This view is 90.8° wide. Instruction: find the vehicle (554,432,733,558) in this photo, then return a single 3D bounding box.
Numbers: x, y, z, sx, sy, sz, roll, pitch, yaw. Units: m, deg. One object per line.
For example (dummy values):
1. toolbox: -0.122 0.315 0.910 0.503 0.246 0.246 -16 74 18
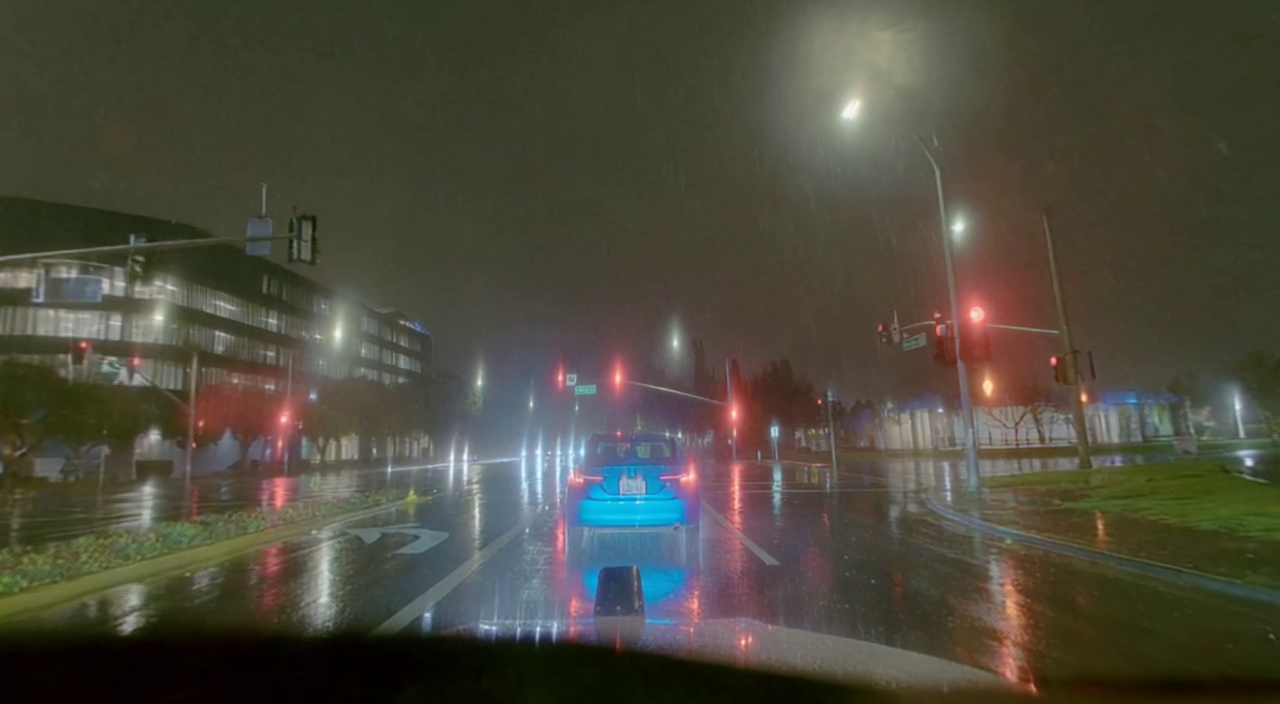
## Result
1. vehicle: 0.008 1.993 9.511 2.107 1.470 3.974 0 -9 -1
